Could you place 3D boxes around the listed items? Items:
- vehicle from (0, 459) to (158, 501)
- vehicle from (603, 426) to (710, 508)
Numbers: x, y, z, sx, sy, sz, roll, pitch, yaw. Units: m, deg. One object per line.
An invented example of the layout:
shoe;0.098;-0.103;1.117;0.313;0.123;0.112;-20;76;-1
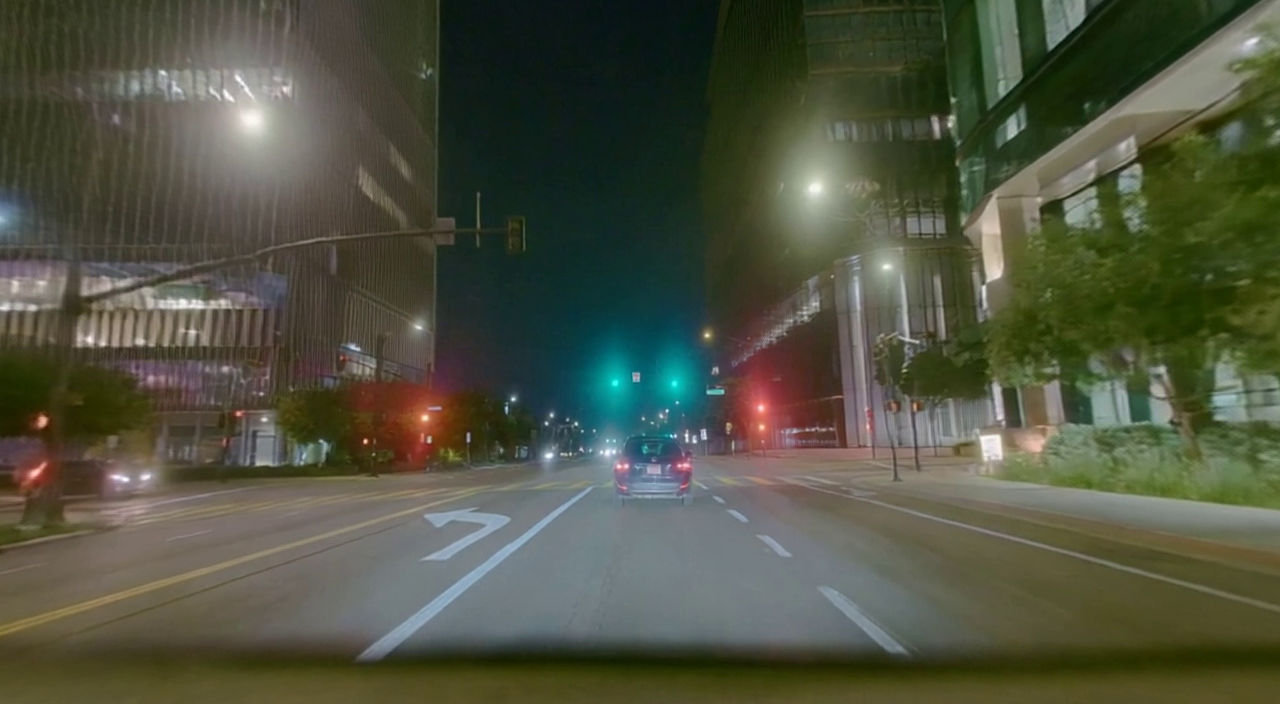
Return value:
vehicle;-21.403;4.840;24.028;4.494;1.475;1.893;-1;-8;3
vehicle;0.331;2.653;14.968;2.184;1.640;4.086;0;-8;0
